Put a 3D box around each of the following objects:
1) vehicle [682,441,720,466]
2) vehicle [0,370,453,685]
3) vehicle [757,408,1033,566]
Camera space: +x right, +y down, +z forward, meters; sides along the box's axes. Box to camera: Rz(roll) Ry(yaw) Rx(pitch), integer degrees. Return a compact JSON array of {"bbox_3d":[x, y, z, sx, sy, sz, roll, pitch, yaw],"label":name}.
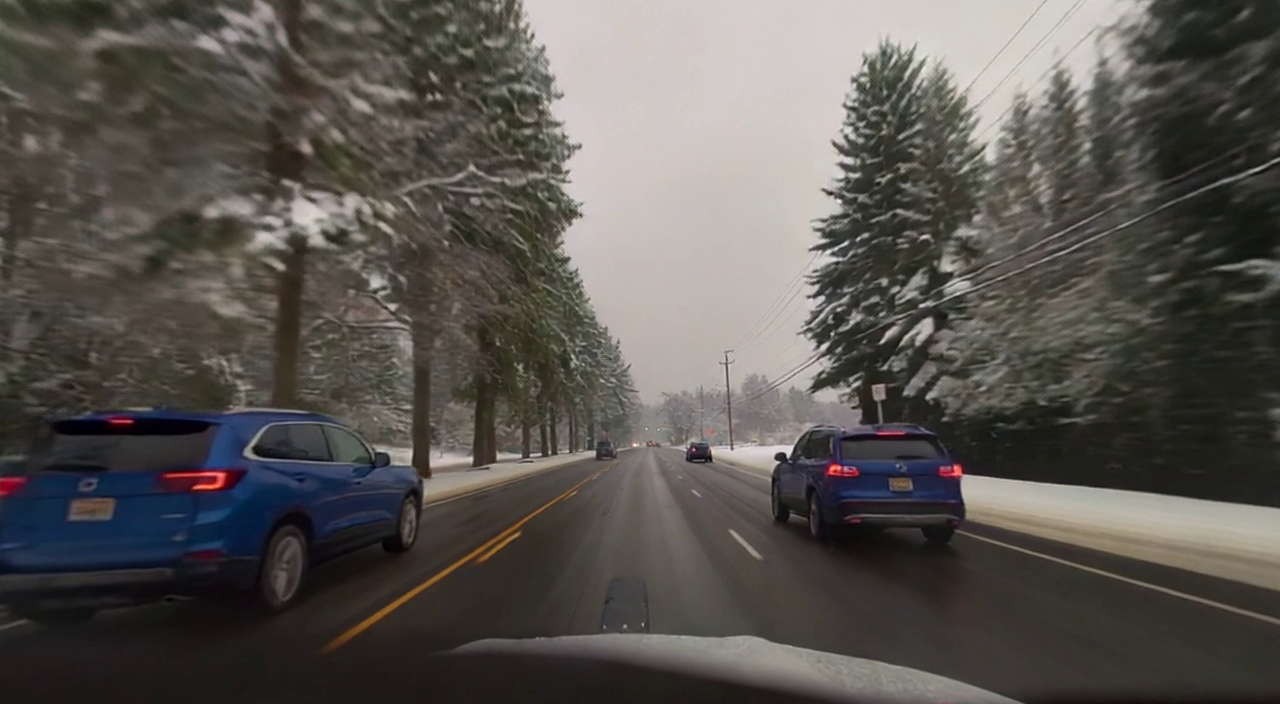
[{"bbox_3d":[3.726,6.316,39.370,1.906,1.468,4.422,0,-8,0],"label":"vehicle"},{"bbox_3d":[-3.542,1.318,5.923,2.104,1.785,4.494,0,-8,1],"label":"vehicle"},{"bbox_3d":[3.261,1.825,9.313,2.182,1.744,4.464,0,-8,0],"label":"vehicle"}]
